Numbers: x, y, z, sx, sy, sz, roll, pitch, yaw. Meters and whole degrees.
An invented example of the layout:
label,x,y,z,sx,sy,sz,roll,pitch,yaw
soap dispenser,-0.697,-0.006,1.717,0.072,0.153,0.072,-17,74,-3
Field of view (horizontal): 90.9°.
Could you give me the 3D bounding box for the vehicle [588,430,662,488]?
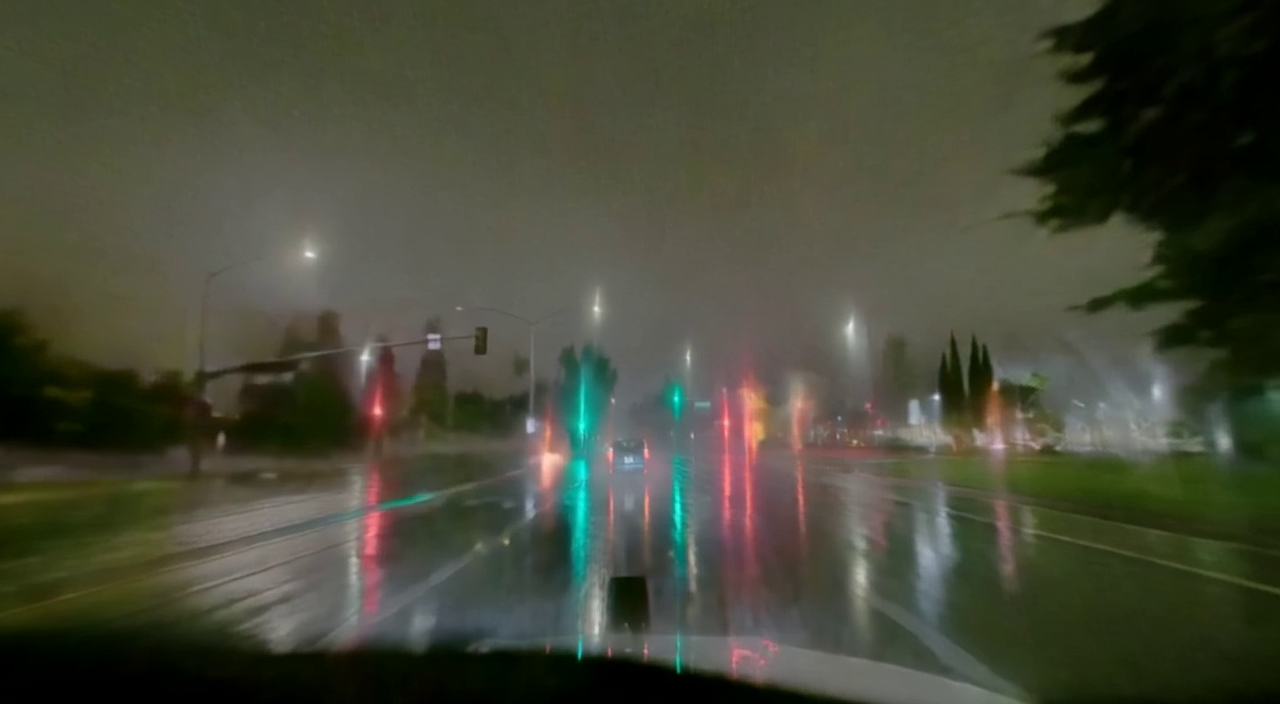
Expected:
label,x,y,z,sx,sy,sz,roll,pitch,yaw
vehicle,-0.468,3.517,20.983,2.192,1.734,4.176,0,-8,-1
